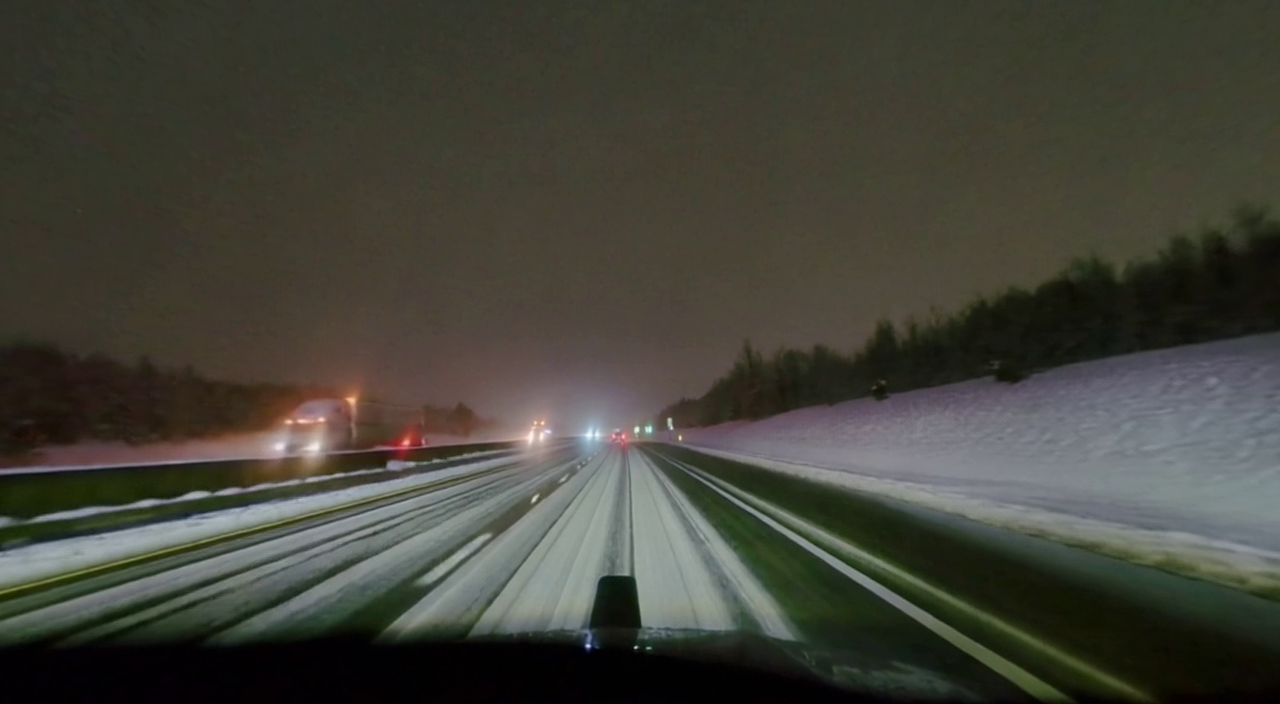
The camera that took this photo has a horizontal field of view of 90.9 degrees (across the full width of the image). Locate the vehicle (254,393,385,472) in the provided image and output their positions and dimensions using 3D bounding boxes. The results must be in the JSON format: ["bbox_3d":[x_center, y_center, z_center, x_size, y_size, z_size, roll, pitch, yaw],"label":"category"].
[{"bbox_3d":[-17.734,4.627,35.786,2.929,3.911,8.495,1,-8,-1],"label":"vehicle"}]
